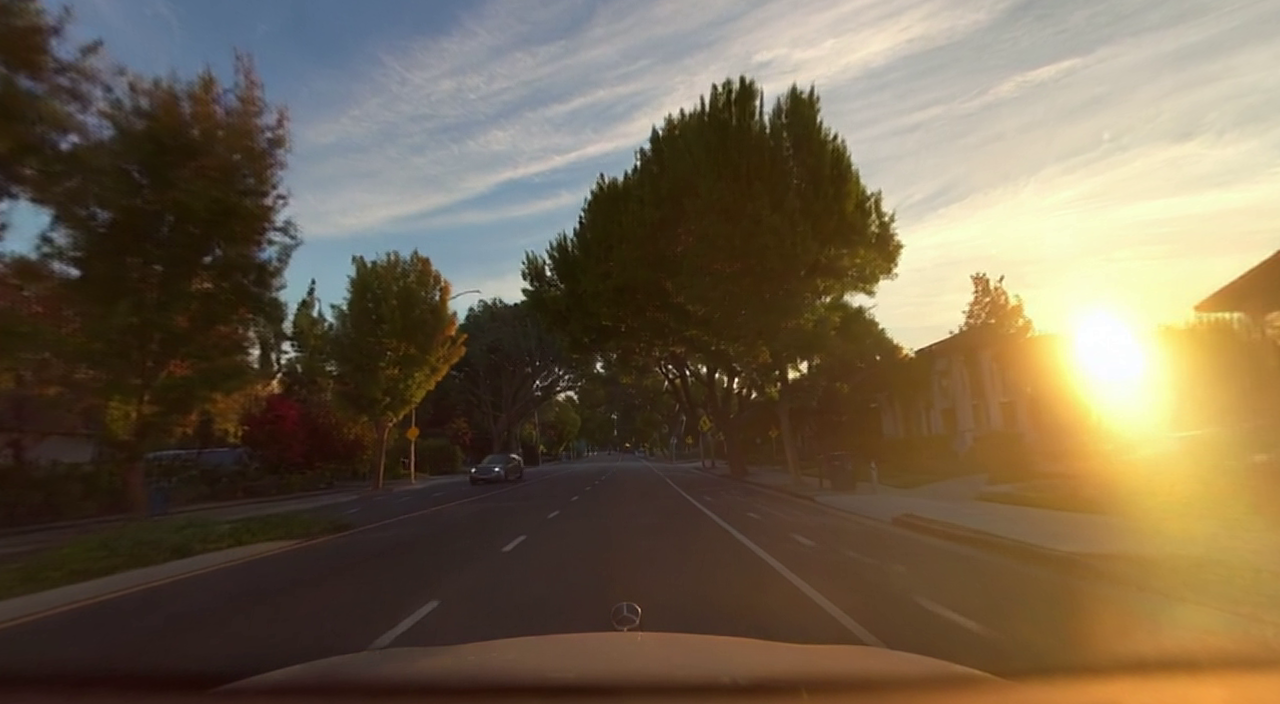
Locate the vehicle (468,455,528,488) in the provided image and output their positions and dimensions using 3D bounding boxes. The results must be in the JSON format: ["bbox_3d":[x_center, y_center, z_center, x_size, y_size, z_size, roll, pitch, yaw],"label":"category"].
[{"bbox_3d":[-7.222,6.092,32.566,2.006,1.501,4.789,0,-9,0],"label":"vehicle"}]
